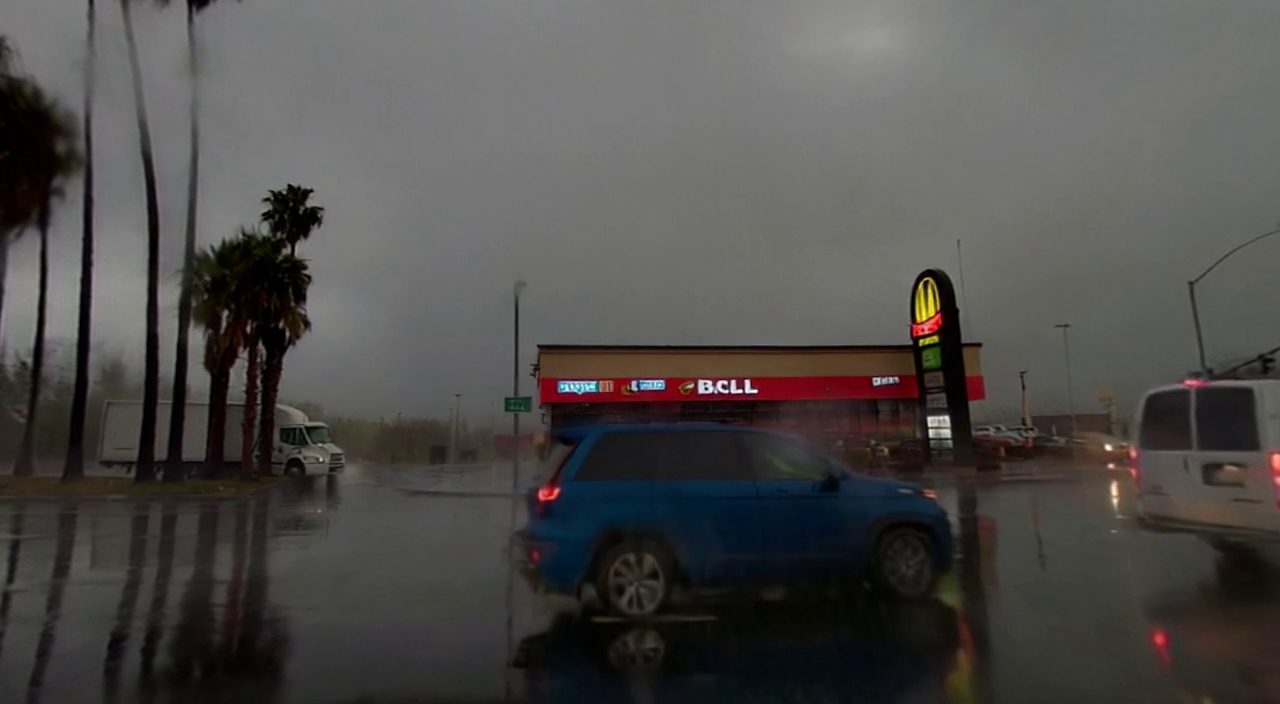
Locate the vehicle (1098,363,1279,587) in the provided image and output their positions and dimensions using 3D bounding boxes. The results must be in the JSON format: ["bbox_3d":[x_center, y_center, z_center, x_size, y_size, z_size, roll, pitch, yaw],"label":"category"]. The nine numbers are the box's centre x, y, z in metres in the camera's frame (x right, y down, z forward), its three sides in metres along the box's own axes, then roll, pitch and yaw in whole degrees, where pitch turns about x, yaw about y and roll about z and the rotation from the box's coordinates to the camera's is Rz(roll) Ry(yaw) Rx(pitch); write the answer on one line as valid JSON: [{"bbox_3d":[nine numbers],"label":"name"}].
[{"bbox_3d":[9.374,1.403,7.514,6.246,2.202,2.277,1,-9,-6],"label":"vehicle"}]

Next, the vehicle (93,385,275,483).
[{"bbox_3d":[-20.718,3.909,29.531,3.034,3.929,7.699,1,-9,-5],"label":"vehicle"}]

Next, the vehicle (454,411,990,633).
[{"bbox_3d":[0.656,1.533,6.363,4.493,1.728,2.137,1,-9,-7],"label":"vehicle"}]
